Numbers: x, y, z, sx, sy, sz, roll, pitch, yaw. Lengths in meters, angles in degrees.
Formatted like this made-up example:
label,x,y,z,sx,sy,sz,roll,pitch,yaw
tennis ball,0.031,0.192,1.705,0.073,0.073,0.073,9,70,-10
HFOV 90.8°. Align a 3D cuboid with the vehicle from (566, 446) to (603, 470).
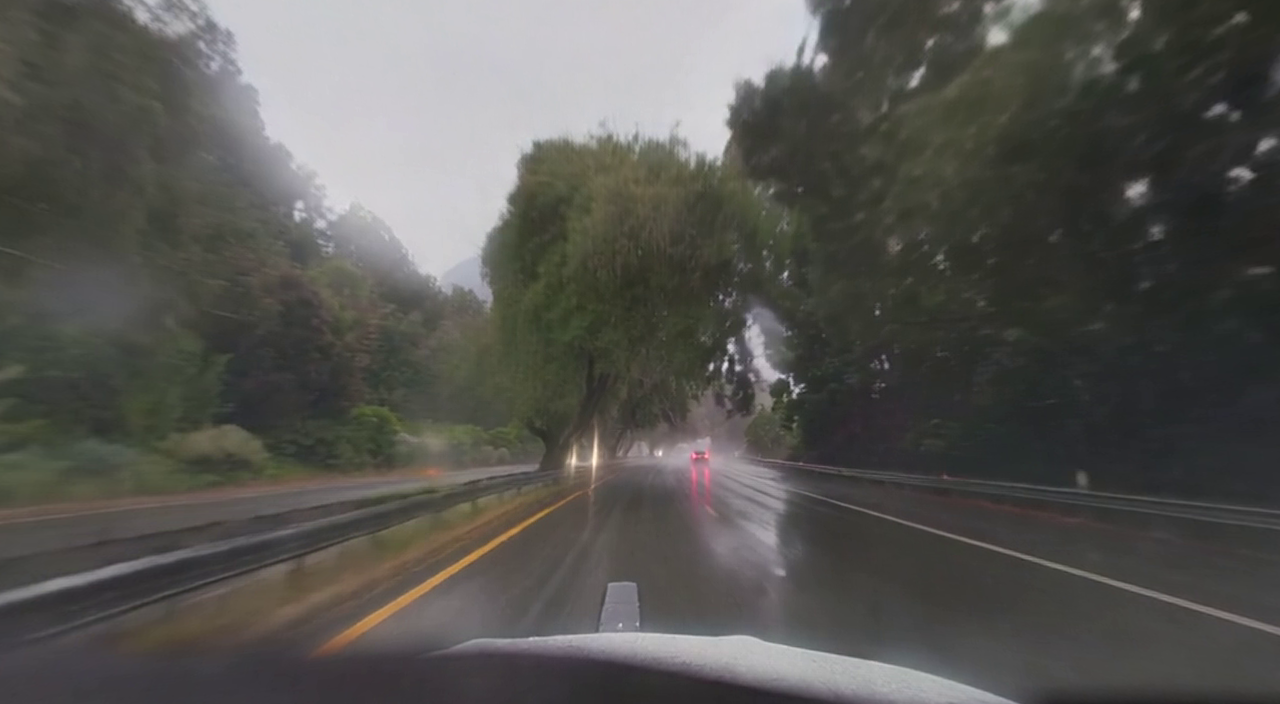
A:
label,x,y,z,sx,sy,sz,roll,pitch,yaw
vehicle,-4.326,8.315,49.928,2.220,1.780,4.870,-1,-9,3
